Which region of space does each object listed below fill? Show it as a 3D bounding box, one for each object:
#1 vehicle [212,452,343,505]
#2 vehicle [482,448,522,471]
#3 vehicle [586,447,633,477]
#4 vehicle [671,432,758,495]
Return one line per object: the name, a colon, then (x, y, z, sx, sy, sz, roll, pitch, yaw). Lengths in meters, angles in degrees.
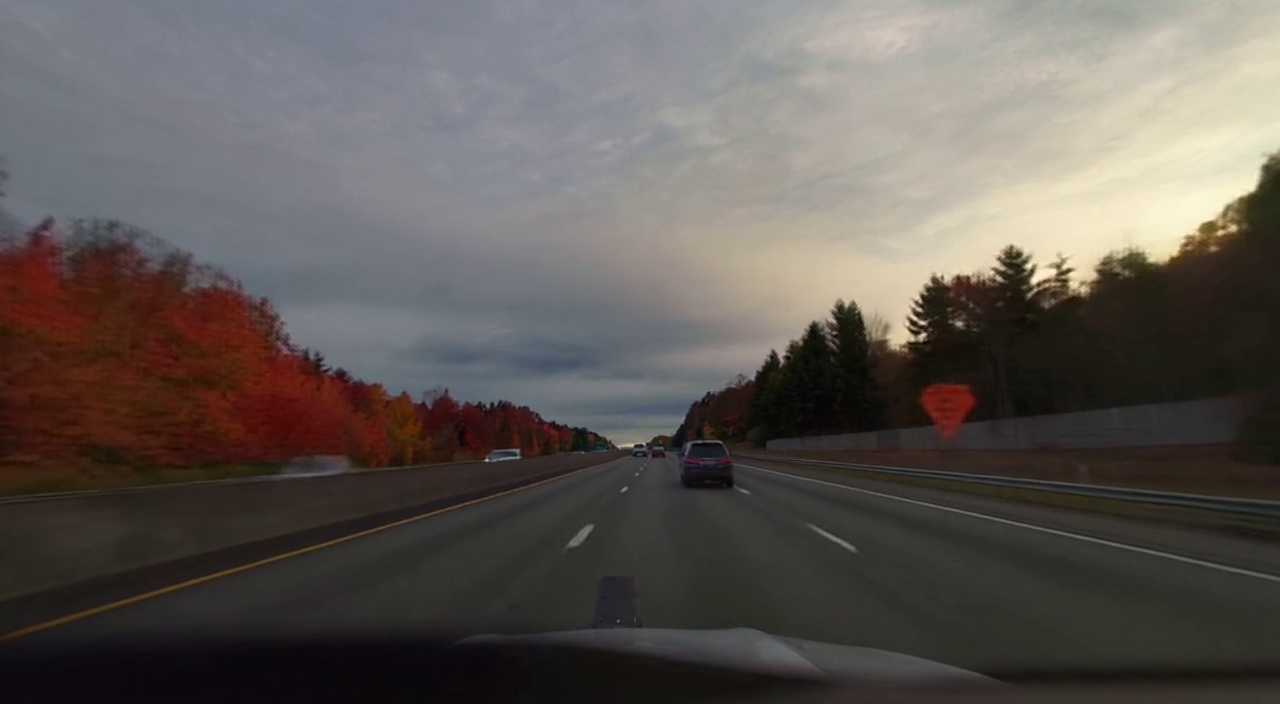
vehicle: (-12.010, 4.175, 21.149, 1.877, 1.554, 4.051, -1, -9, 2)
vehicle: (-10.497, 8.163, 47.936, 1.996, 1.663, 4.278, -1, -9, 2)
vehicle: (-1.465, 5.571, 31.877, 2.037, 1.418, 3.793, -1, -9, 2)
vehicle: (2.156, 3.426, 19.546, 2.250, 1.718, 4.358, 0, -9, 1)
